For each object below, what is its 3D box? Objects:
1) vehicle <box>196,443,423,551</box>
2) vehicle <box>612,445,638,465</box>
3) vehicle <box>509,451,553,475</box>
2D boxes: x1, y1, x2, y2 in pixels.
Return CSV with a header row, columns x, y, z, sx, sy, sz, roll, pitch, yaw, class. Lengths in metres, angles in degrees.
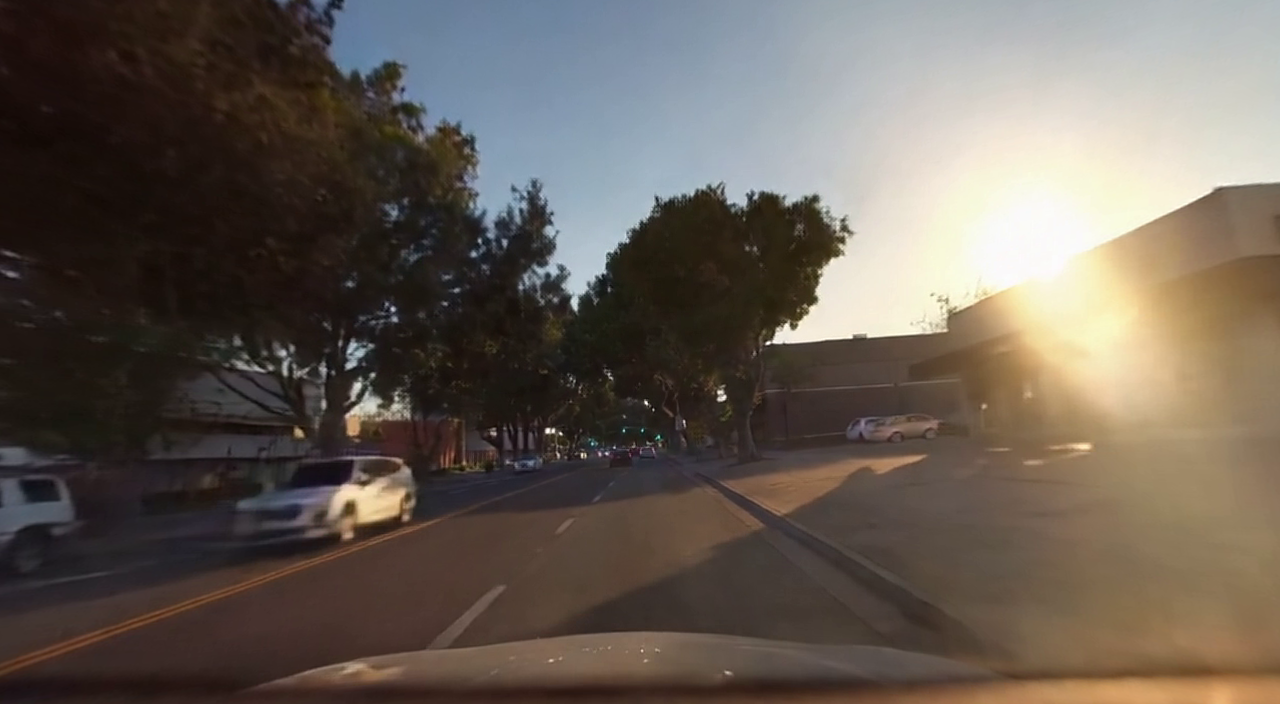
x,y,z,sx,sy,sz,roll,pitch,yaw,class
-6.101,2.677,12.441,2.030,1.701,4.559,0,-9,-1,vehicle
-1.168,8.111,49.914,2.020,1.478,3.922,0,-9,-1,vehicle
-7.269,7.416,42.392,1.925,1.502,4.359,-1,-9,4,vehicle
